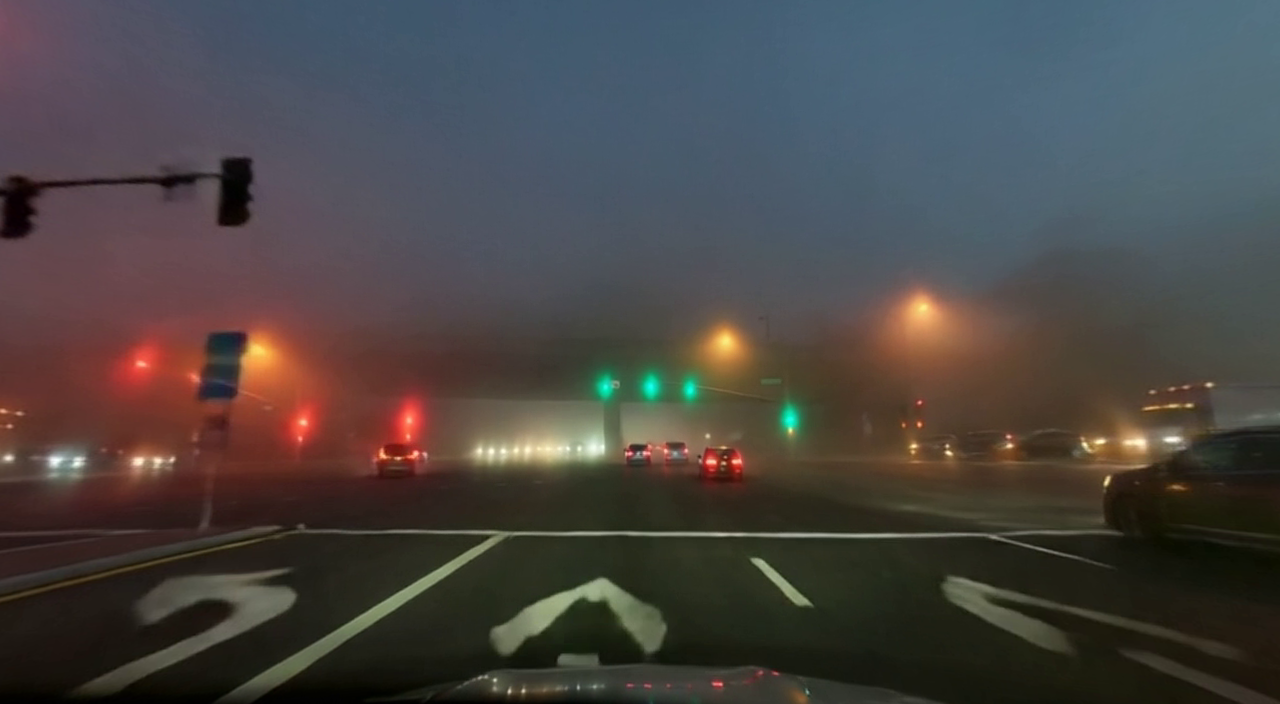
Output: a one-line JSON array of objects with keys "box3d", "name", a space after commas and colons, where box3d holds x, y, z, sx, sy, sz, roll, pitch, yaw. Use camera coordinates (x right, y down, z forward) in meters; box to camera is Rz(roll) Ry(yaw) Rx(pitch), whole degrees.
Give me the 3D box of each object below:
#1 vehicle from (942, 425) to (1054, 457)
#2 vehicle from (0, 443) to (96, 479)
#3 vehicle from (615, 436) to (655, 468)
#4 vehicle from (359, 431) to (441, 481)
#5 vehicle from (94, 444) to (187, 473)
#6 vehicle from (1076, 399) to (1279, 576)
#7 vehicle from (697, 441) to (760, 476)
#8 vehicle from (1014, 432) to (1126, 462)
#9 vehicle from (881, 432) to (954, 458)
[{"box3d": [23.531, 5.874, 41.549, 5.932, 2.021, 2.430, -2, -8, 15], "name": "vehicle"}, {"box3d": [-35.117, 6.361, 36.843, 5.014, 1.956, 2.232, -2, -8, 15], "name": "vehicle"}, {"box3d": [-0.270, 5.784, 36.518, 2.172, 1.694, 4.055, 0, -8, 0], "name": "vehicle"}, {"box3d": [-11.098, 4.683, 28.730, 2.485, 2.012, 5.498, 5, -9, -30], "name": "vehicle"}, {"box3d": [-34.643, 7.357, 43.573, 5.302, 1.847, 2.233, -2, -8, 15], "name": "vehicle"}, {"box3d": [6.996, 1.362, 6.489, 1.964, 1.647, 4.114, 0, -8, 0], "name": "vehicle"}, {"box3d": [3.851, 4.684, 27.907, 2.156, 1.404, 4.120, 0, -8, -1], "name": "vehicle"}, {"box3d": [23.209, 5.127, 34.078, 4.547, 1.527, 1.890, -2, -8, 15], "name": "vehicle"}, {"box3d": [20.280, 6.865, 46.161, 4.638, 1.694, 2.079, -5, -12, 19], "name": "vehicle"}]
